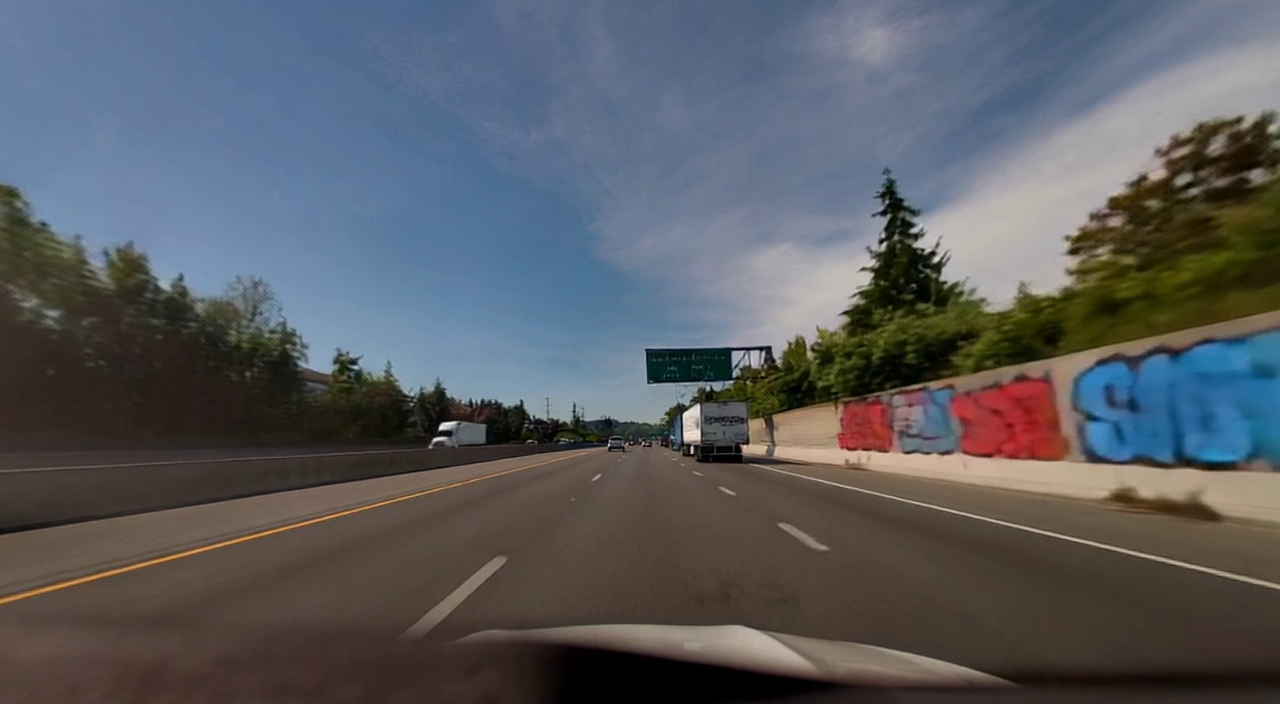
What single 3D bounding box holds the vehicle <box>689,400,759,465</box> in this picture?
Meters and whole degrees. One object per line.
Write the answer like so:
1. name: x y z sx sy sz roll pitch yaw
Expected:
1. vehicle: 4.997 5.103 39.526 2.949 3.470 10.539 -1 -8 0
